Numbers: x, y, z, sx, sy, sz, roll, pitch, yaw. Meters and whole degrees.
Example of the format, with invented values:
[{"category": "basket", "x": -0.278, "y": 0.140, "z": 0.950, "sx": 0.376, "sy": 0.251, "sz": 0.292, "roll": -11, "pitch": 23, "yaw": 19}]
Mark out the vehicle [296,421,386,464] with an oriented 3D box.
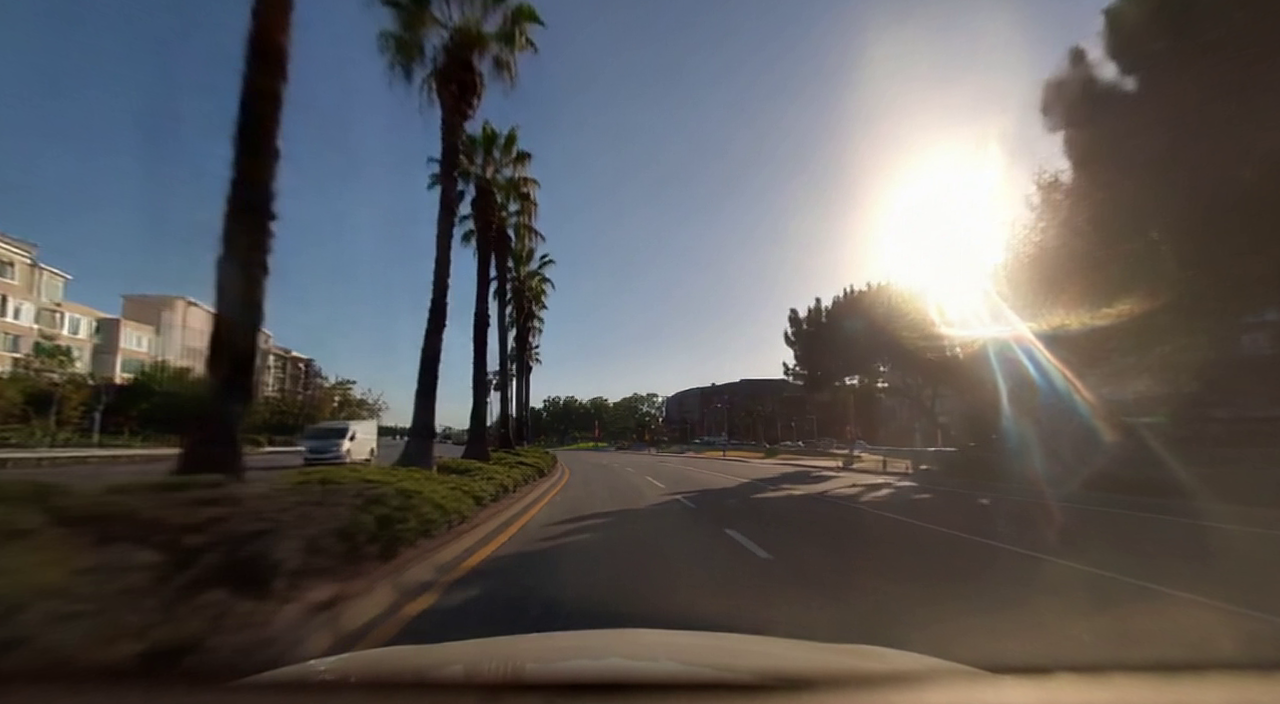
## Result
[{"category": "vehicle", "x": -13.491, "y": 4.167, "z": 28.919, "sx": 2.111, "sy": 1.793, "sz": 4.783, "roll": 0, "pitch": -9, "yaw": -5}]
